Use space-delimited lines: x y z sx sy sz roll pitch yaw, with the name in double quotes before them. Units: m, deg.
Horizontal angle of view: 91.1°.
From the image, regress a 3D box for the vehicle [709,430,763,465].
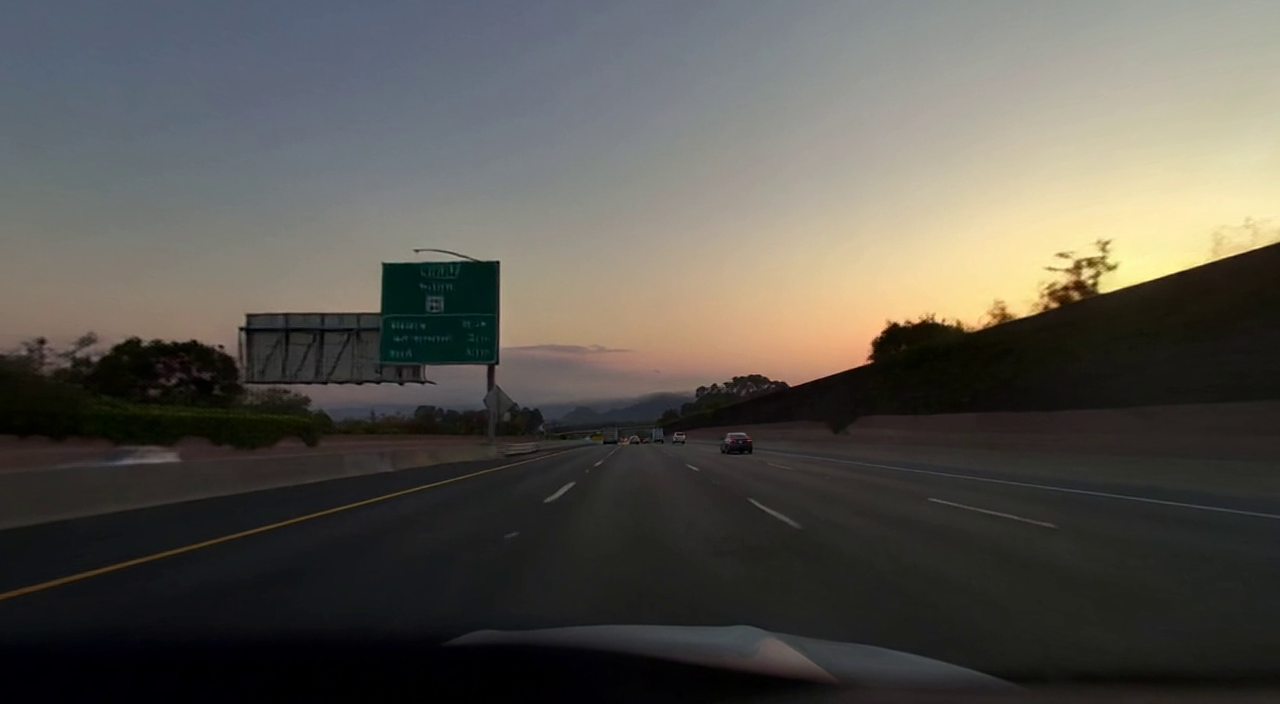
"vehicle" 4.348 4.379 28.970 1.802 1.492 3.804 0 -8 -1
